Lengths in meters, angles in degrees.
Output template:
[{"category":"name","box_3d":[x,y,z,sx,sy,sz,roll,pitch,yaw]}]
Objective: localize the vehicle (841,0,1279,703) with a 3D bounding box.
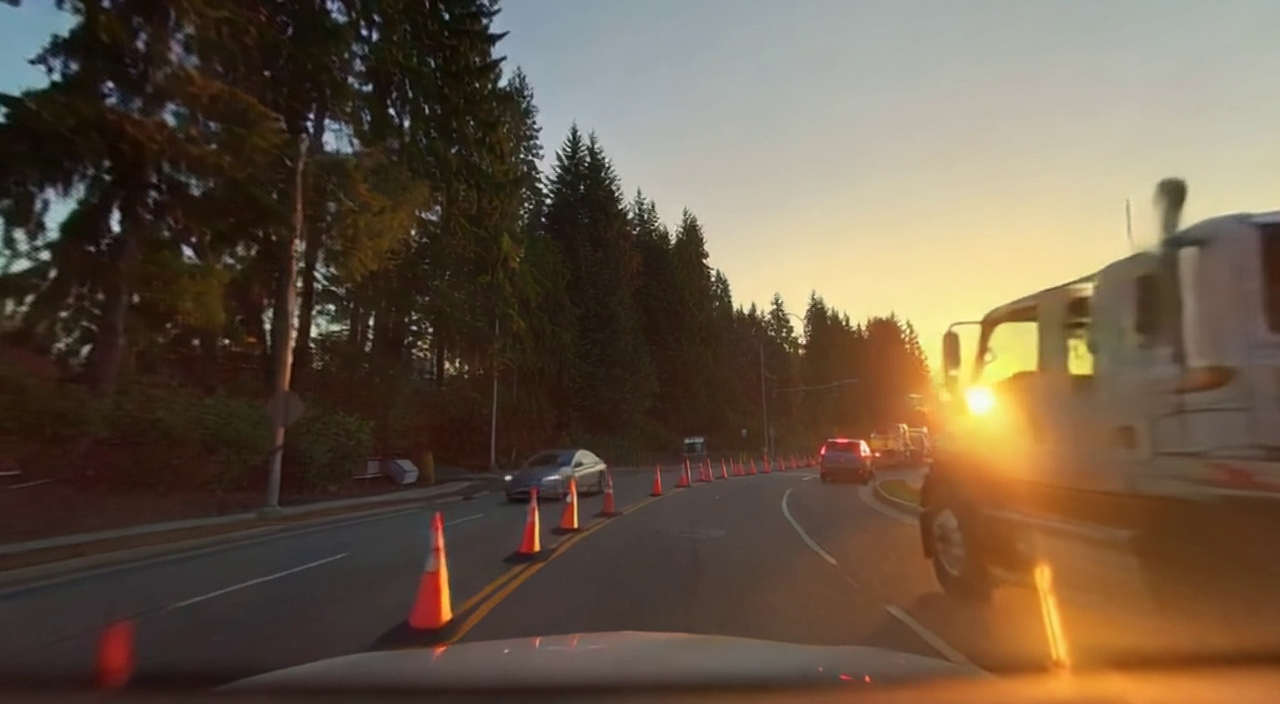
[{"category":"vehicle","box_3d":[3.326,-0.053,0.685,2.787,2.966,10.741,-1,-6,1]}]

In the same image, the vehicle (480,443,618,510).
[{"category":"vehicle","box_3d":[-2.187,3.150,16.594,1.945,1.494,4.201,-3,-9,17]}]
